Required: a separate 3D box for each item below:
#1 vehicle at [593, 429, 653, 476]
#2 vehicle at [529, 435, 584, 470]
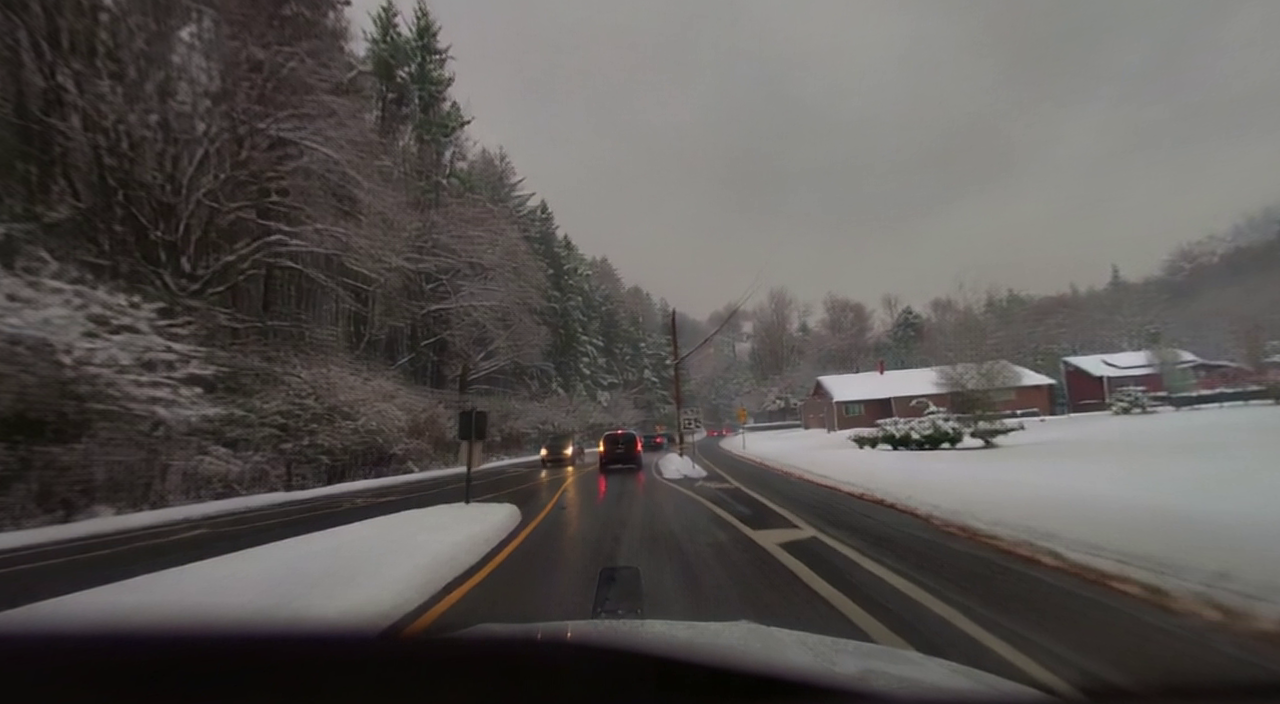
[{"bbox_3d":[-0.590,4.019,25.422,2.216,1.708,4.110,0,-9,1],"label":"vehicle"},{"bbox_3d":[-4.204,5.153,32.589,2.087,1.677,4.467,0,-9,2],"label":"vehicle"}]
